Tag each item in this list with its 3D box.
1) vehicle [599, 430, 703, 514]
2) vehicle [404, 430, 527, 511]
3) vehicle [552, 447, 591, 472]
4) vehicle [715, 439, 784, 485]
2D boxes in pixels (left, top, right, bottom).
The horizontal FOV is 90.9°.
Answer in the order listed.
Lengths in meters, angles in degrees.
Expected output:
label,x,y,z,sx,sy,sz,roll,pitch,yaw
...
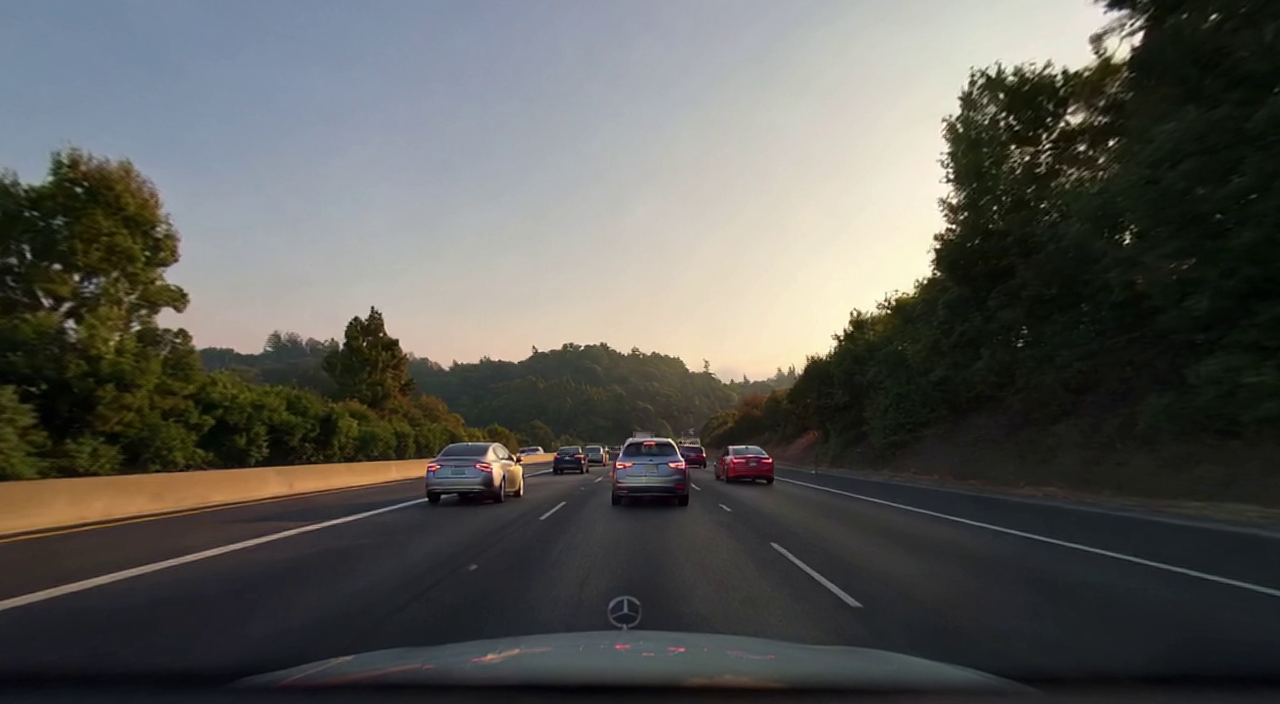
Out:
label,x,y,z,sx,sy,sz,roll,pitch,yaw
vehicle,0.223,2.731,14.725,2.093,1.695,3.782,0,-9,0
vehicle,-4.110,2.855,15.540,1.890,1.708,3.844,0,-9,0
vehicle,-4.091,6.507,38.286,1.910,1.468,3.781,0,-9,1
vehicle,4.120,4.205,24.254,1.905,1.590,3.746,0,-9,-1
